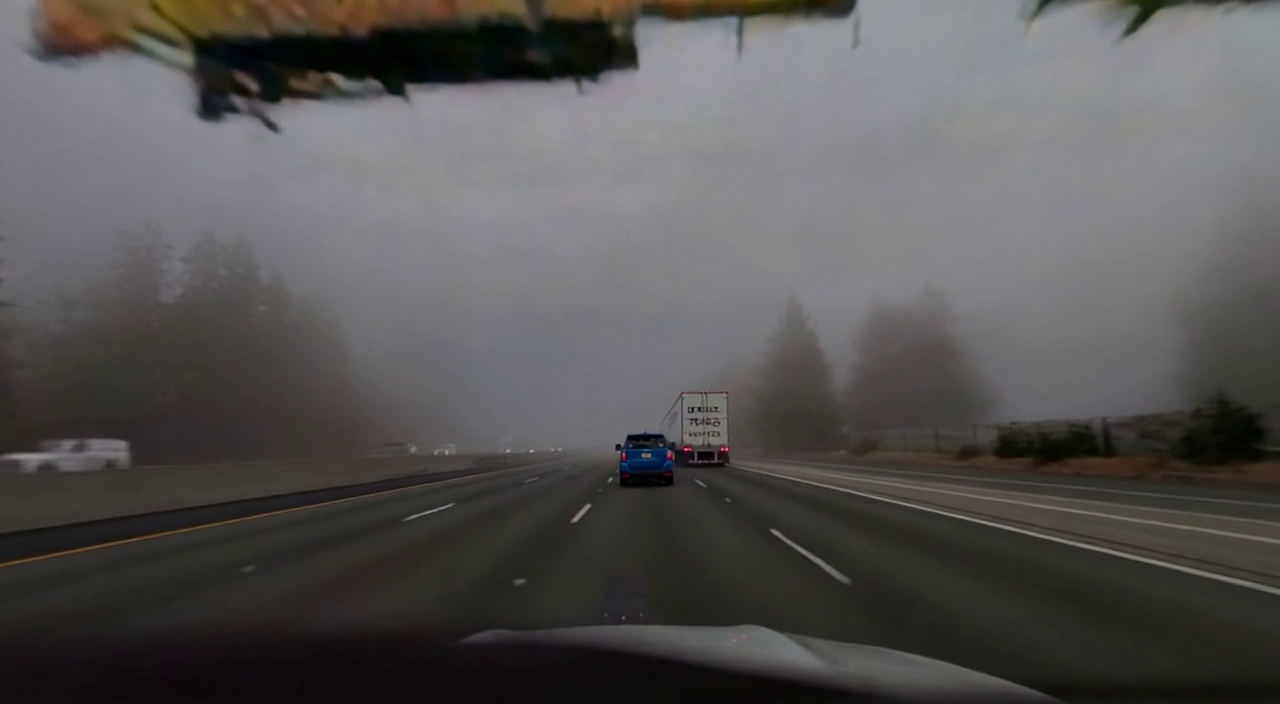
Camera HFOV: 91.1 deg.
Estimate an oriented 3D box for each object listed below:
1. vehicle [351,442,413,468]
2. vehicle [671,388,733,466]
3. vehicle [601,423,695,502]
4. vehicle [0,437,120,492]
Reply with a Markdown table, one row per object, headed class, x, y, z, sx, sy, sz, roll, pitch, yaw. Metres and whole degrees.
| class | x | y | z | sx | sy | sz | roll | pitch | yaw |
| --- | --- | --- | --- | --- | --- | --- | --- | --- | --- |
| vehicle | -18.563 | 7.422 | 45.522 | 2.112 | 1.778 | 5.417 | 0 | -8 | 1 |
| vehicle | 3.682 | 5.133 | 41.380 | 2.909 | 4.135 | 15.820 | -1 | -8 | 2 |
| vehicle | 0.189 | 2.731 | 15.930 | 2.054 | 1.706 | 4.201 | 0 | -8 | 1 |
| vehicle | -25.846 | 4.735 | 26.814 | 2.248 | 2.077 | 5.797 | 0 | -8 | 1 |
